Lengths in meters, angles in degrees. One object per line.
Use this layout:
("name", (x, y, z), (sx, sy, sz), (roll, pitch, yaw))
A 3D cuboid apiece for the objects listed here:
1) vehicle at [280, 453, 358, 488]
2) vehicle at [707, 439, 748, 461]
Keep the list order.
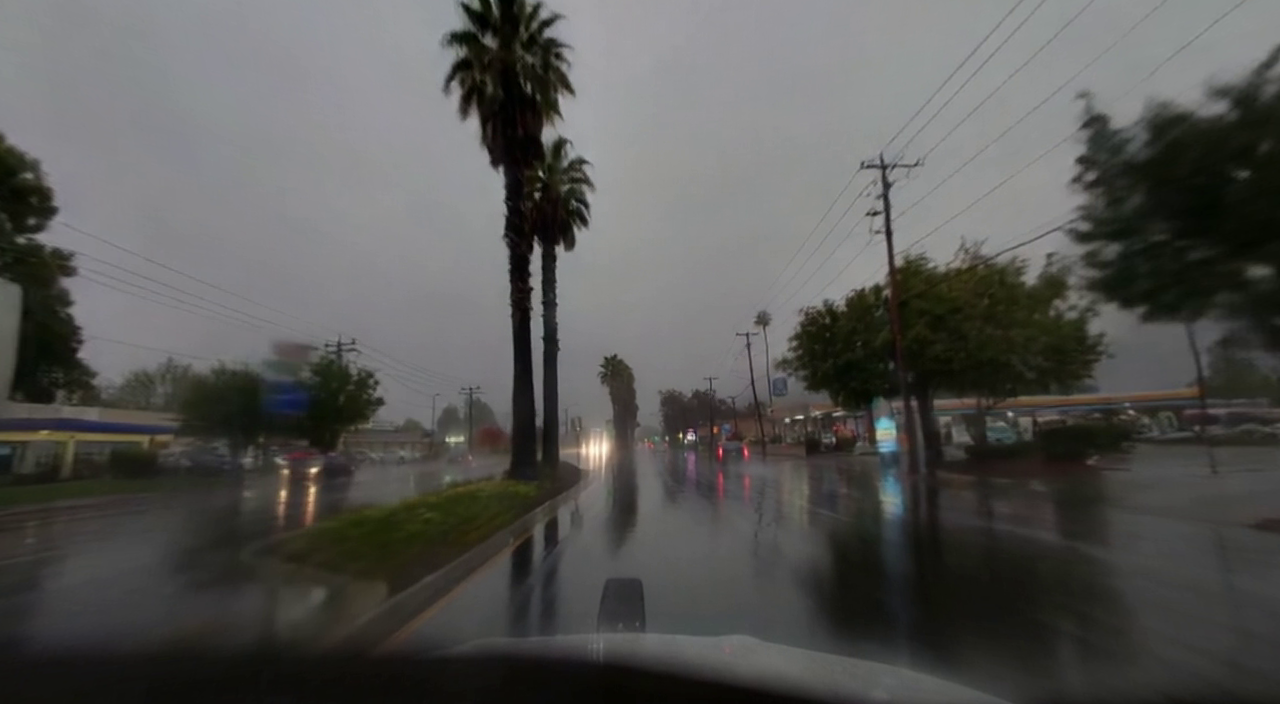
("vehicle", (-16.045, 5.904, 31.786), (1.916, 1.545, 3.896), (0, -8, -2))
("vehicle", (6.298, 7.092, 45.968), (2.261, 1.479, 4.403), (0, -8, -2))
